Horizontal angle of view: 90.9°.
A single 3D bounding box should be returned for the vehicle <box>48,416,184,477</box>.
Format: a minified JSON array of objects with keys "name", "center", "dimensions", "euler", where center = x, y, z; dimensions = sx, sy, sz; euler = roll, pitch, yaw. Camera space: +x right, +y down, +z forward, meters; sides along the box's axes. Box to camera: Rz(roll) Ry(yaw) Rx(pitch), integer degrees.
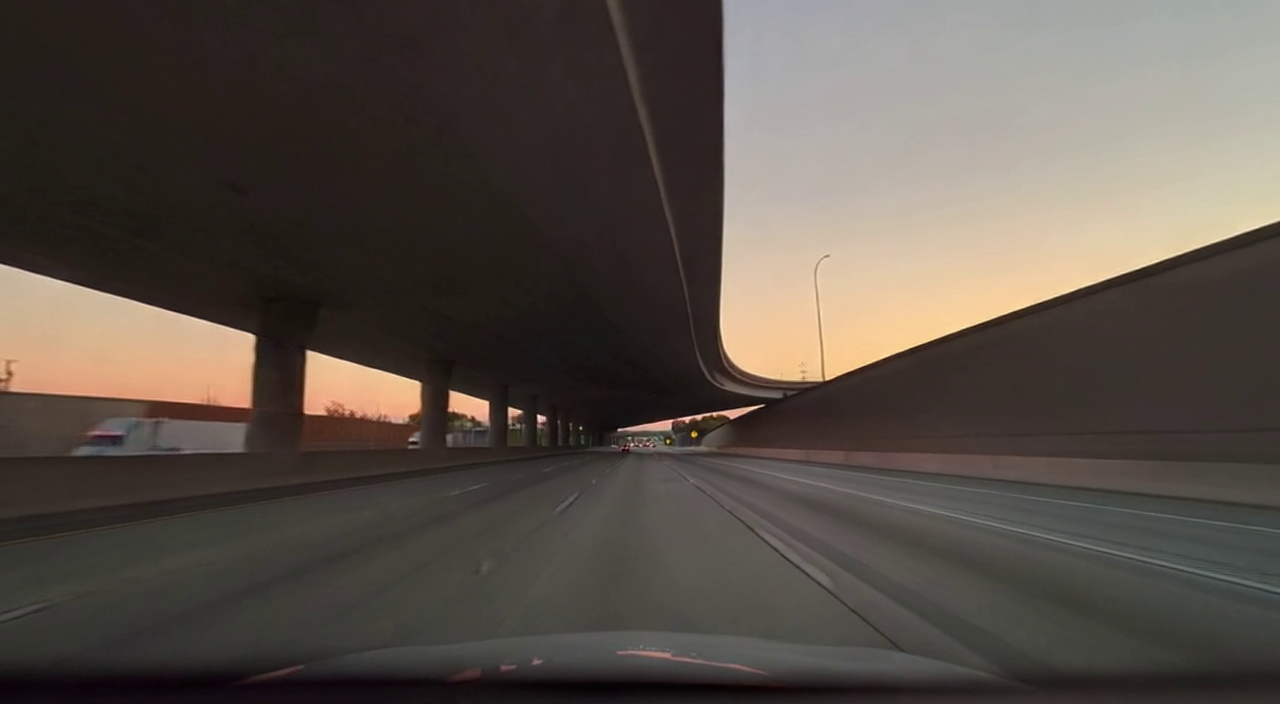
[{"name":"vehicle","center":[-35.979,6.543,43.783],"dimensions":[2.962,3.843,7.283],"euler":[0,-8,0]}]
